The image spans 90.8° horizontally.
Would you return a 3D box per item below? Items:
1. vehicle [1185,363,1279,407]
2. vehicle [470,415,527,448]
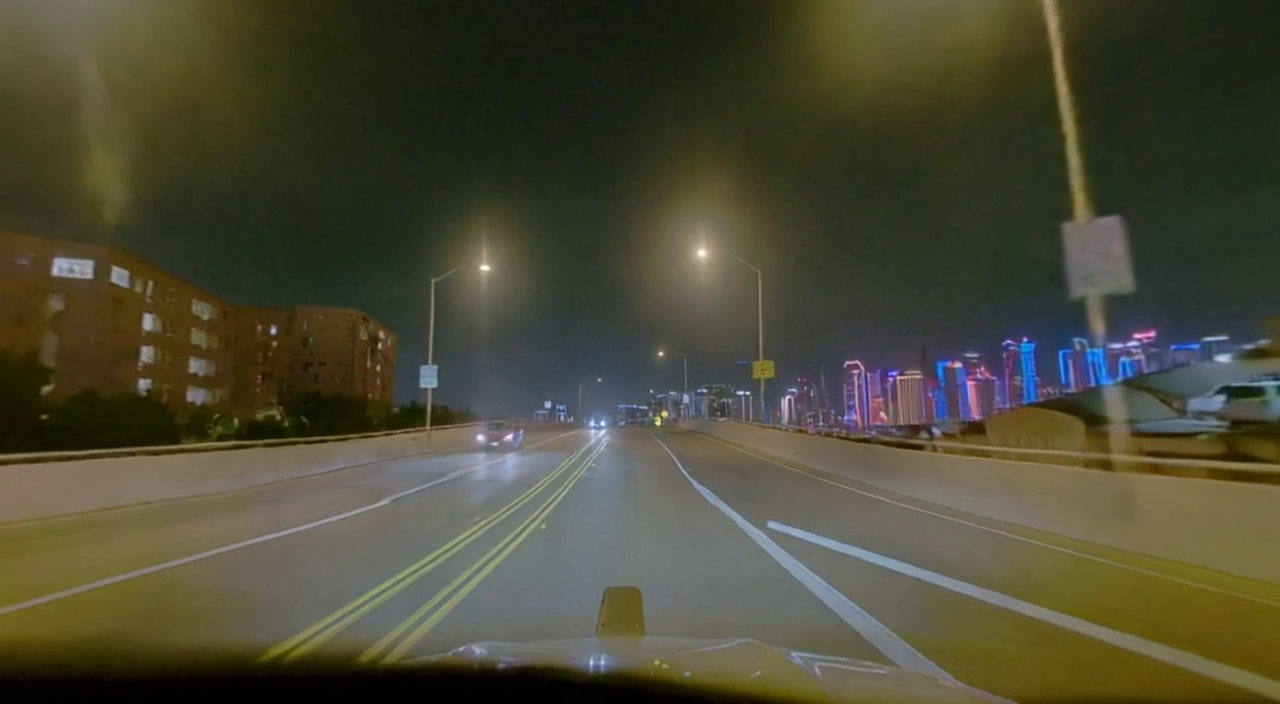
[{"bbox_3d":[27.194,1.491,28.360,3.698,1.510,1.672,-3,-15,-2],"label":"vehicle"},{"bbox_3d":[-7.635,4.410,34.503,2.025,1.664,4.459,0,-9,1],"label":"vehicle"}]
